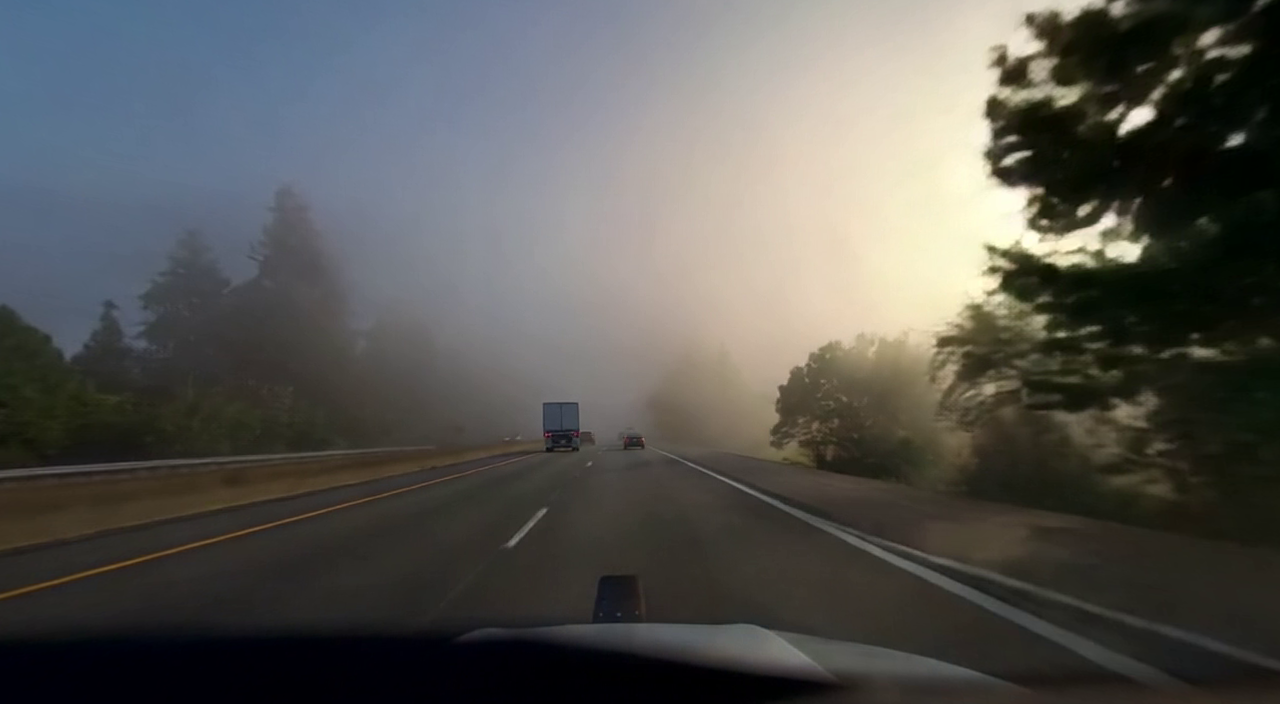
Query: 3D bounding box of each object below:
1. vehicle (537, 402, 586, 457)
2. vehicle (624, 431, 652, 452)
[{"bbox_3d":[-4.792,4.905,39.582,2.450,3.098,6.965,0,-8,-2],"label":"vehicle"},{"bbox_3d":[-0.216,6.666,47.131,1.988,1.472,3.716,0,-8,-2],"label":"vehicle"}]
